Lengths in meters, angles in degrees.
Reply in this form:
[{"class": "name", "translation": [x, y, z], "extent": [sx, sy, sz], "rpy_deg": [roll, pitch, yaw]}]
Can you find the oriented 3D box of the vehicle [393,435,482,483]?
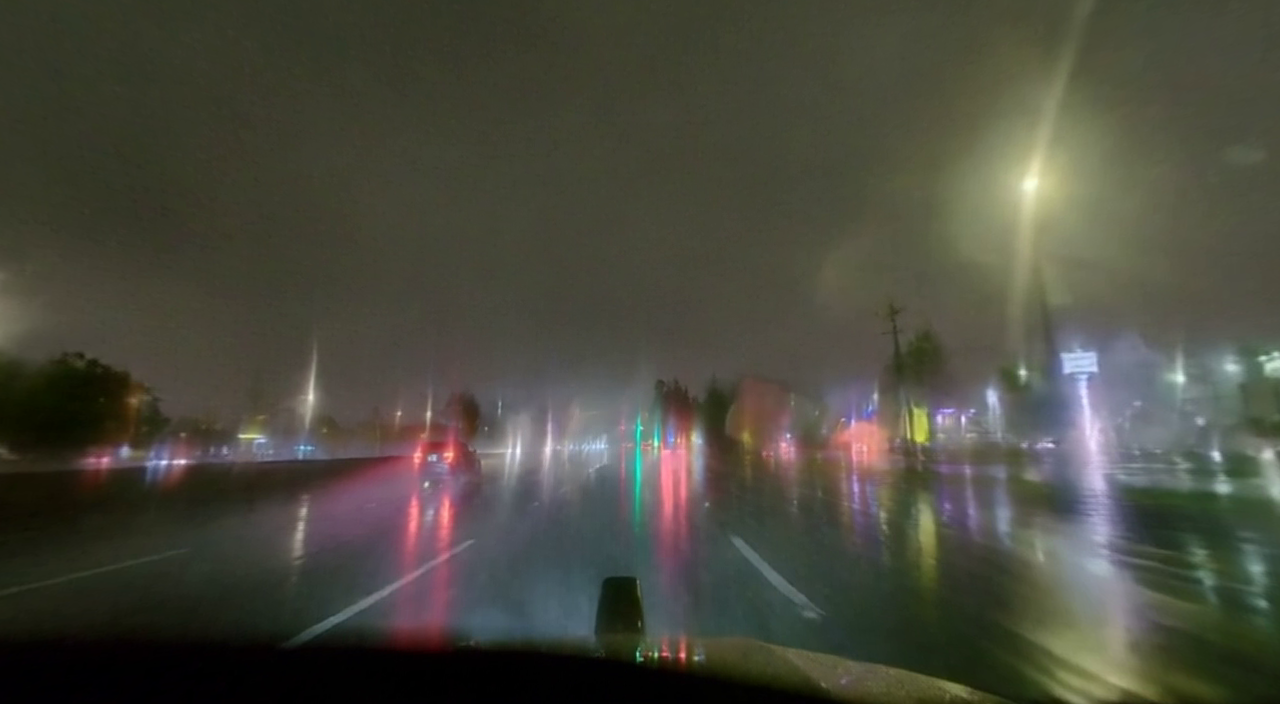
[{"class": "vehicle", "translation": [-7.944, 4.242, 25.249], "extent": [2.089, 1.724, 4.327], "rpy_deg": [0, -9, 0]}]
